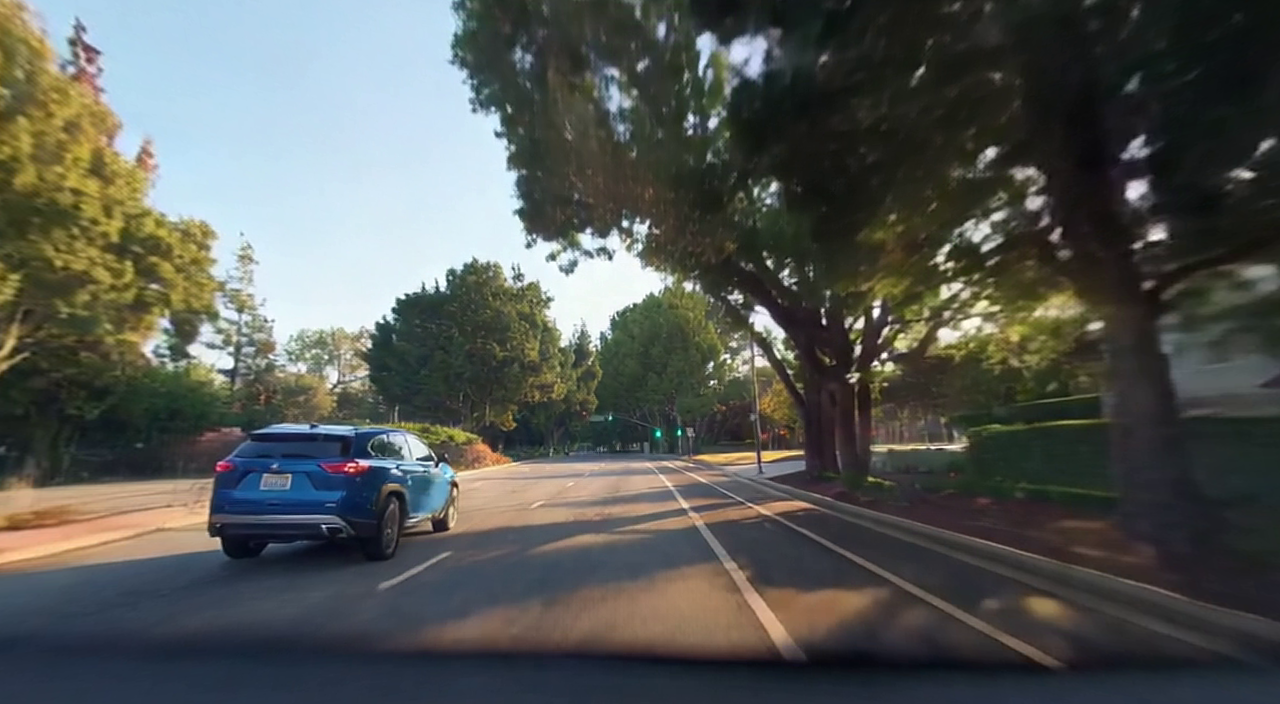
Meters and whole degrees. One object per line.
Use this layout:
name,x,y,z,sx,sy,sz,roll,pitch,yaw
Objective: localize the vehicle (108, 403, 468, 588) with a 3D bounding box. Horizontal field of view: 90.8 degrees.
vehicle,-3.923,1.680,8.213,2.121,1.724,4.392,0,-9,0
